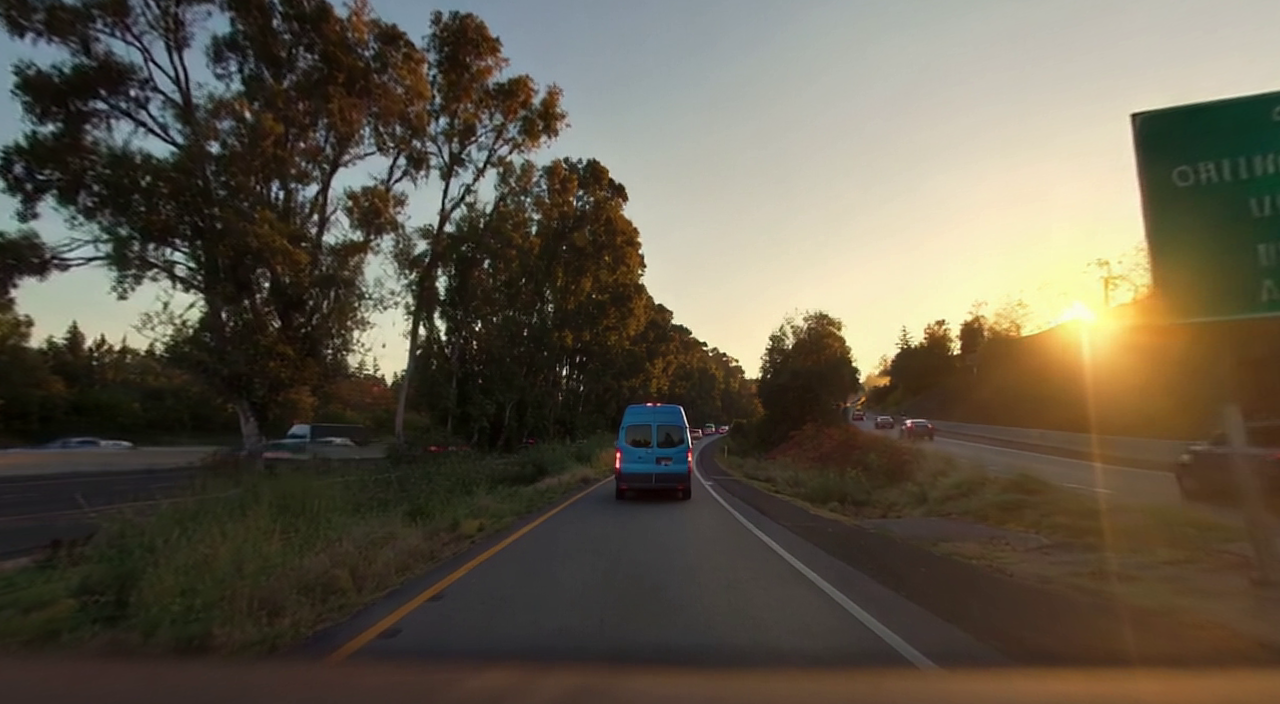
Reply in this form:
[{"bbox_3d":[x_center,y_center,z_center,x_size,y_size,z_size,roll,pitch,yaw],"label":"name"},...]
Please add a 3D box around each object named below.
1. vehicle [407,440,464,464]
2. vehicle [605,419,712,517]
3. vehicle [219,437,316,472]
[{"bbox_3d":[-15.169,7.413,47.112,2.309,1.683,5.063,-1,-8,4],"label":"vehicle"},{"bbox_3d":[0.313,2.541,14.340,2.043,1.821,4.558,0,-8,-1],"label":"vehicle"},{"bbox_3d":[-19.479,5.360,33.264,2.160,1.691,4.601,-1,-8,3],"label":"vehicle"}]
